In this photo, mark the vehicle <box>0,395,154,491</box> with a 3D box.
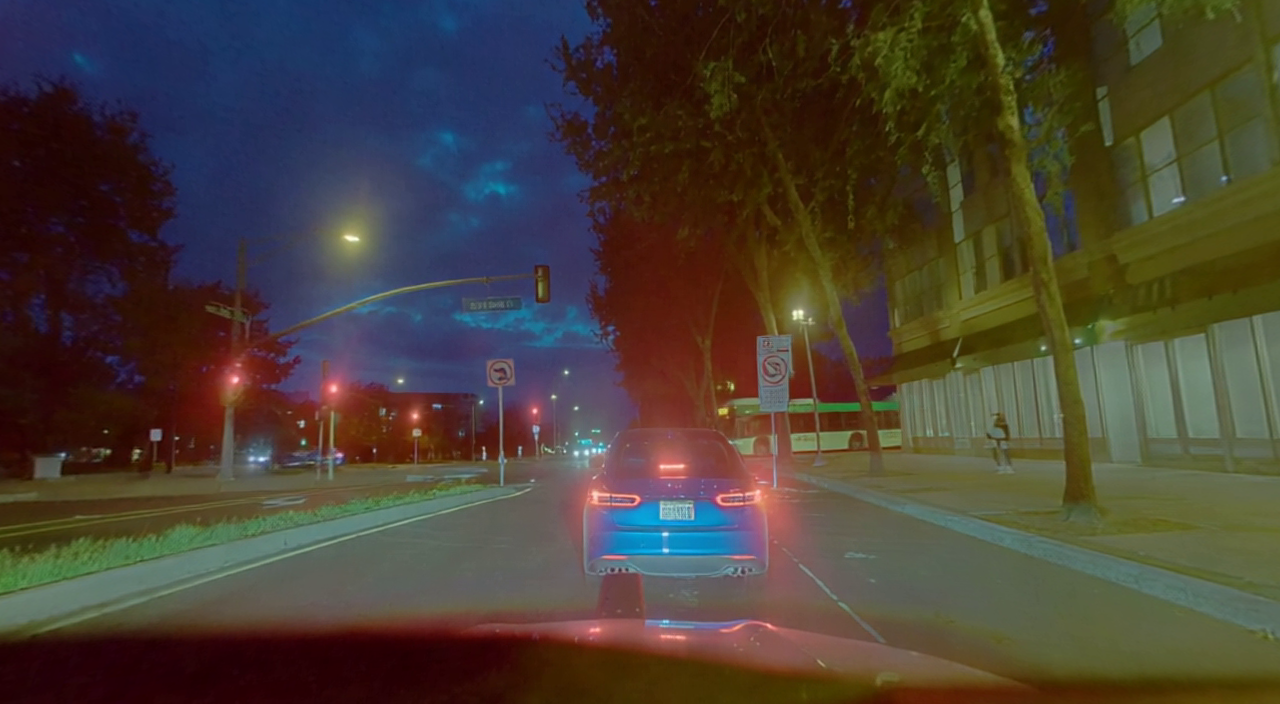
[{"bbox_3d":[-25.954,3.645,25.323,2.692,3.685,10.153,-3,-9,20],"label":"vehicle"}]

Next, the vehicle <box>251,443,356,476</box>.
[{"bbox_3d":[-18.123,5.766,34.199,1.892,1.645,4.561,-7,-11,37],"label":"vehicle"}]

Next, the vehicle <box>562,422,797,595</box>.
[{"bbox_3d":[0.375,1.628,7.389,2.006,1.470,3.799,0,-8,1],"label":"vehicle"}]

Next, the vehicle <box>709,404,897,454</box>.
[{"bbox_3d":[12.483,6.023,49.295,13.811,3.706,2.997,0,-9,0],"label":"vehicle"}]
